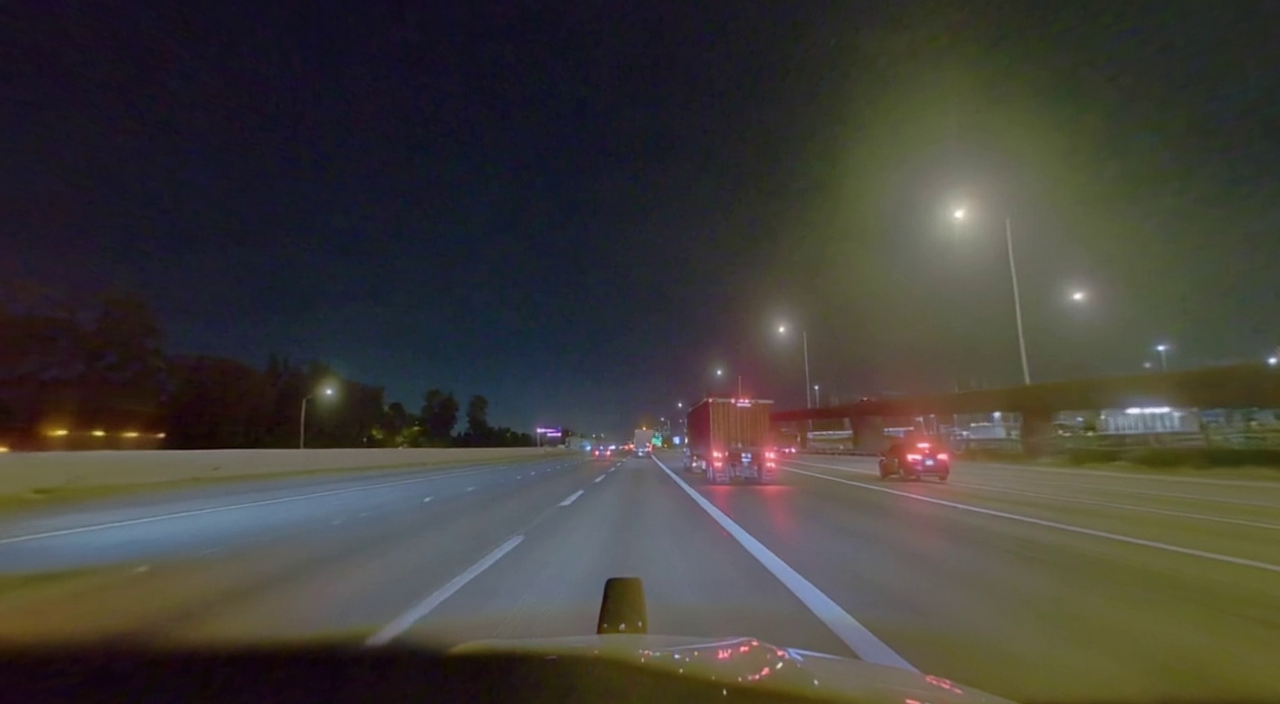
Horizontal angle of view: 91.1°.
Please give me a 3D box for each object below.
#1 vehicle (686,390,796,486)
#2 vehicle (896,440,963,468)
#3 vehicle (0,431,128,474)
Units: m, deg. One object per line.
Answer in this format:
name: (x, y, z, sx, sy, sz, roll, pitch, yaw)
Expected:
vehicle: (3.969, 3.885, 27.767, 3.049, 3.395, 10.595, 0, -9, 0)
vehicle: (17.480, 6.231, 38.125, 2.021, 1.549, 4.322, 1, -10, 0)
vehicle: (-39.019, 6.769, 42.492, 3.163, 2.646, 6.391, 0, -9, 0)
